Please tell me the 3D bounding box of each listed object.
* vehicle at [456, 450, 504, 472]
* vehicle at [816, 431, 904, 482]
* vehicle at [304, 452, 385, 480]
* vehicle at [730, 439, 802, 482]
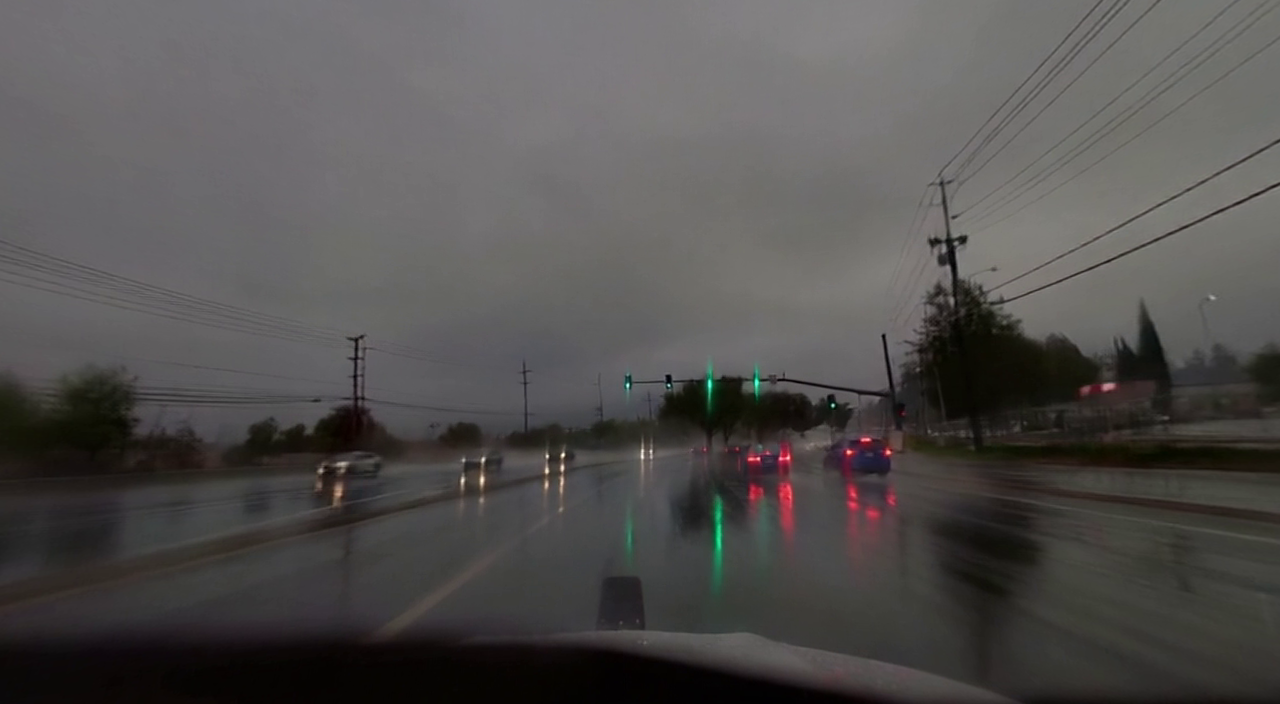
[{"bbox_3d":[-11.816,8.042,46.960,1.847,1.478,4.746,-1,-9,7],"label":"vehicle"},{"bbox_3d":[8.361,4.009,24.476,2.029,1.795,4.371,-1,-9,3],"label":"vehicle"},{"bbox_3d":[-16.809,6.493,36.289,1.959,1.484,4.672,-1,-9,7],"label":"vehicle"},{"bbox_3d":[4.694,4.111,24.231,2.035,1.460,4.392,-1,-8,3],"label":"vehicle"}]
